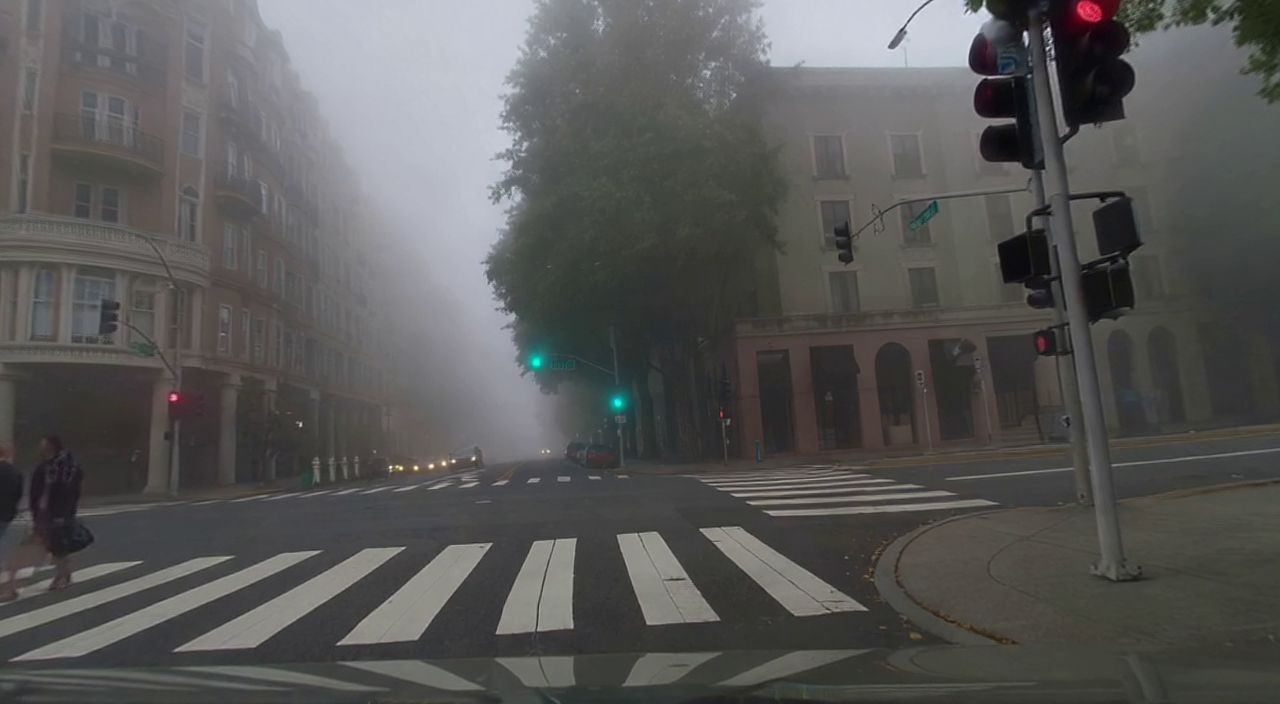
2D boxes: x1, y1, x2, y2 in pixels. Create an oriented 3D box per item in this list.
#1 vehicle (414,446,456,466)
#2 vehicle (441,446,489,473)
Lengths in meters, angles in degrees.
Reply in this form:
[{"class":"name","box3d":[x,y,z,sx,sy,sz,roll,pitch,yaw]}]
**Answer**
[{"class":"vehicle","box3d":[-16.028,8.105,49.275,2.028,1.479,4.427,5,-10,-32]},{"class":"vehicle","box3d":[-10.464,6.471,38.159,2.196,1.503,4.371,1,-9,-8]}]
